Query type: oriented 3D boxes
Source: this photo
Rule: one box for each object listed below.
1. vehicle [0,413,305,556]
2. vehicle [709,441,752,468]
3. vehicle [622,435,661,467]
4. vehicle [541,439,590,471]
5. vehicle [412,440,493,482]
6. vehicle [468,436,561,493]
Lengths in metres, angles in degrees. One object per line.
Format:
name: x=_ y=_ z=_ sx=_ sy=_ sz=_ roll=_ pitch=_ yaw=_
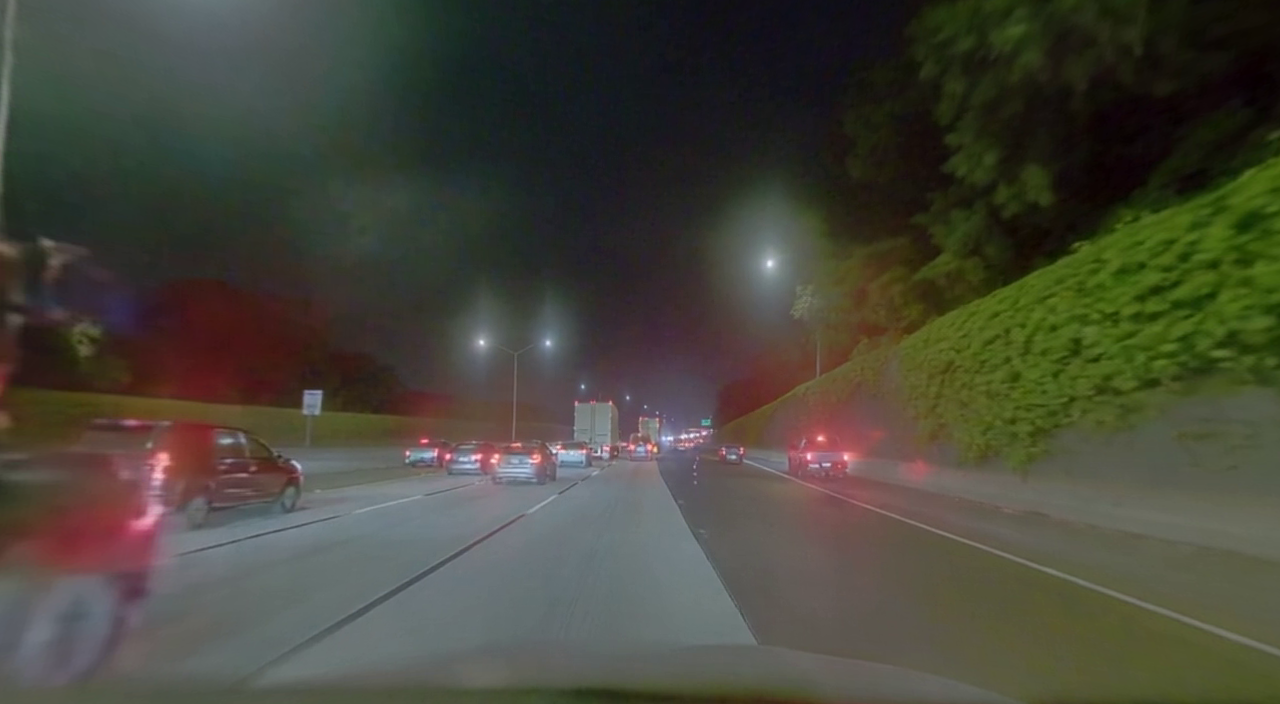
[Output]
vehicle: x=-7.661 y=1.989 z=10.227 sx=2.011 sy=1.789 sz=4.352 roll=0 pitch=-8 yaw=0
vehicle: x=5.303 y=6.029 z=37.392 sx=2.176 sy=1.493 sz=3.955 roll=0 pitch=-8 yaw=3
vehicle: x=0.113 y=6.213 z=39.743 sx=2.325 sy=1.864 sz=4.128 roll=0 pitch=-8 yaw=1
vehicle: x=-4.032 y=5.621 z=34.643 sx=2.124 sy=1.627 sz=3.863 roll=0 pitch=-8 yaw=1
vehicle: x=-7.566 y=4.416 z=25.856 sx=1.967 sy=1.555 sz=4.161 roll=0 pitch=-8 yaw=1
vehicle: x=-3.815 y=3.494 z=20.011 sx=1.866 sy=1.568 sz=4.603 roll=0 pitch=-8 yaw=2
